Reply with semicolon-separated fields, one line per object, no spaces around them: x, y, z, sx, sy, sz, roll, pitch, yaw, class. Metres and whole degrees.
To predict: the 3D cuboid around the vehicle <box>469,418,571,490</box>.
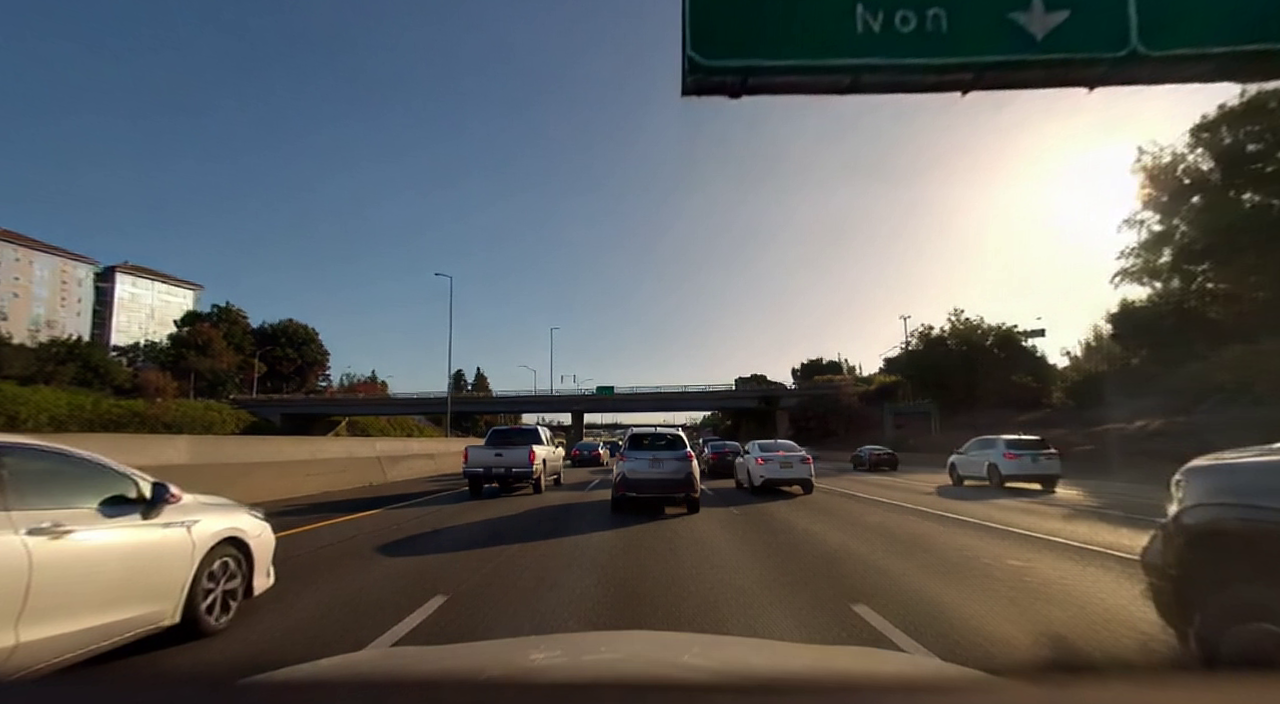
-3.932;3.512;21.924;2.212;2.101;6.052;0;-9;2;vehicle

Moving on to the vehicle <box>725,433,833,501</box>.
3.724;3.172;17.773;2.022;1.633;4.651;0;-9;0;vehicle

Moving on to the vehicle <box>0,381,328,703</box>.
-3.669;0.942;2.835;2.014;1.579;4.761;0;-9;1;vehicle

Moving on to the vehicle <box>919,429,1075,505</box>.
9.555;3.088;17.332;1.977;1.795;4.208;0;-9;3;vehicle

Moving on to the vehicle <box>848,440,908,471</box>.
14.812;6.456;39.472;2.085;1.754;4.466;0;-9;2;vehicle

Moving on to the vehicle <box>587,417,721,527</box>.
0.256;2.268;12.420;2.181;1.756;4.167;0;-9;1;vehicle

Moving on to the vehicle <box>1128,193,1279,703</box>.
3.551;0.228;0.337;2.300;2.242;5.327;0;-9;1;vehicle
